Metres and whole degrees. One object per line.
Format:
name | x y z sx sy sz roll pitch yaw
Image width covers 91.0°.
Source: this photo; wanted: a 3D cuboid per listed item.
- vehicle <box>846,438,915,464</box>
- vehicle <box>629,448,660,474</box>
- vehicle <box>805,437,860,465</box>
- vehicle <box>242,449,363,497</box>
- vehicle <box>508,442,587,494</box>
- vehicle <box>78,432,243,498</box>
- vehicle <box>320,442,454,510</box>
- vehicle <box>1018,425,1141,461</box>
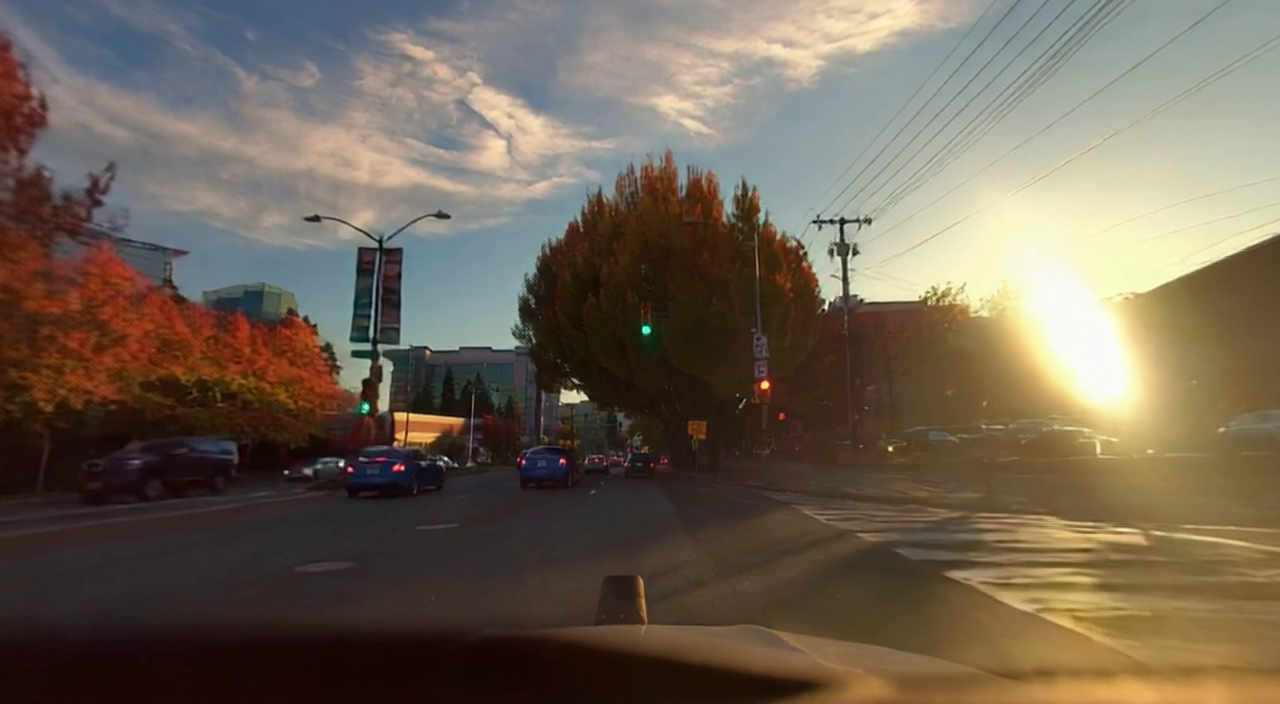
vehicle | 14.778 6.108 38.961 1.826 1.474 4.254 1 -8 -14
vehicle | 0.299 7.821 45.283 2.144 1.704 4.028 1 -8 -1
vehicle | 13.375 6.903 44.001 1.862 1.559 3.959 -4 -5 -11
vehicle | -11.694 4.194 22.212 1.872 1.475 4.325 -1 -9 0
vehicle | -3.240 4.148 23.009 2.085 1.663 4.513 0 -8 1
vehicle | -19.331 4.525 25.877 2.359 2.375 5.488 0 -8 0
vehicle | -6.808 3.342 17.532 1.932 1.596 4.247 0 -8 1
vehicle | 20.034 4.164 28.906 1.835 1.501 4.158 6 -9 -33
